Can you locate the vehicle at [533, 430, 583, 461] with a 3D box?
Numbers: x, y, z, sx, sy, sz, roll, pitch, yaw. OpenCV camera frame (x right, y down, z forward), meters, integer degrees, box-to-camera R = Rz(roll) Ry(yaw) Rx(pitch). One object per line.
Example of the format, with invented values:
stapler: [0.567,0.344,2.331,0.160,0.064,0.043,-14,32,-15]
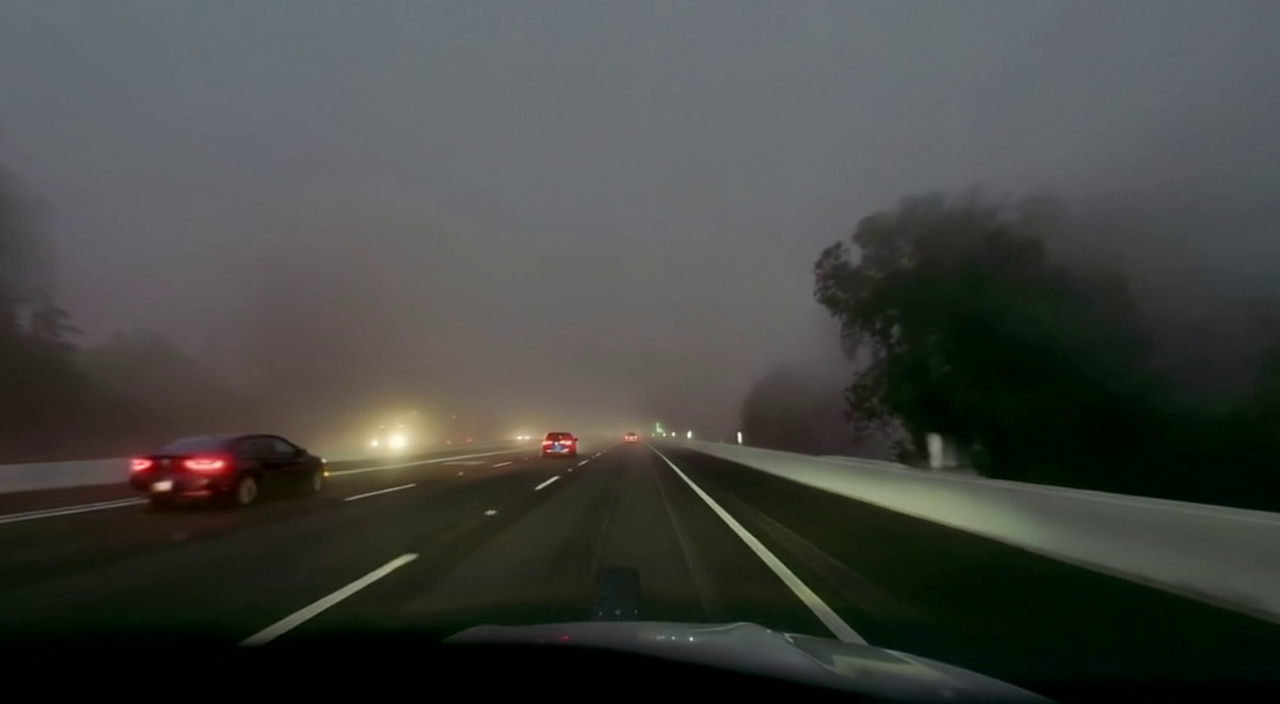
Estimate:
vehicle: [-4.329,5.007,33.804,2.064,1.571,4.225,0,-8,0]

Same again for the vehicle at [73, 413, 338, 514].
vehicle: [-8.140,2.115,12.470,2.113,1.632,4.409,0,-8,-1]
